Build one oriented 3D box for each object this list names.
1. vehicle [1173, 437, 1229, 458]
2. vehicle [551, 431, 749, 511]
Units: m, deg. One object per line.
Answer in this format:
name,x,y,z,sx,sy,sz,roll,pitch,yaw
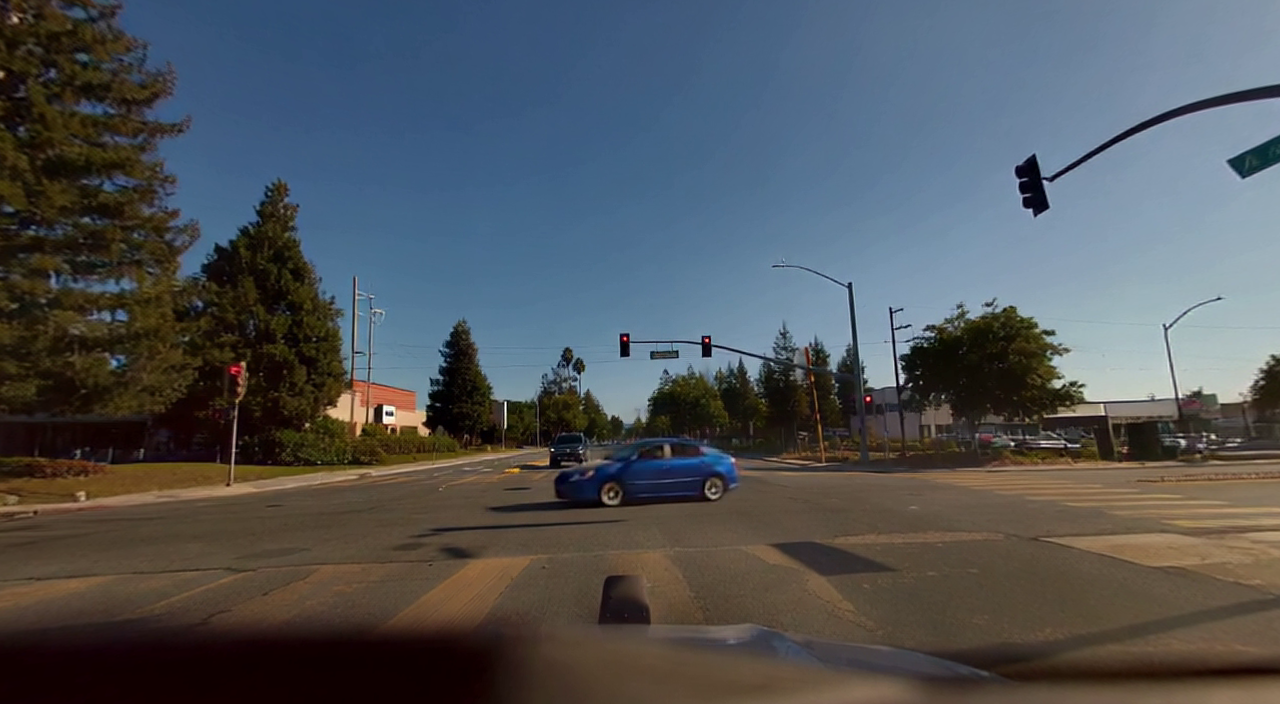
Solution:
vehicle,42.845,7.300,48.099,4.133,1.561,1.824,5,-10,-30
vehicle,0.342,2.629,14.399,4.377,1.523,1.877,7,-11,-41
